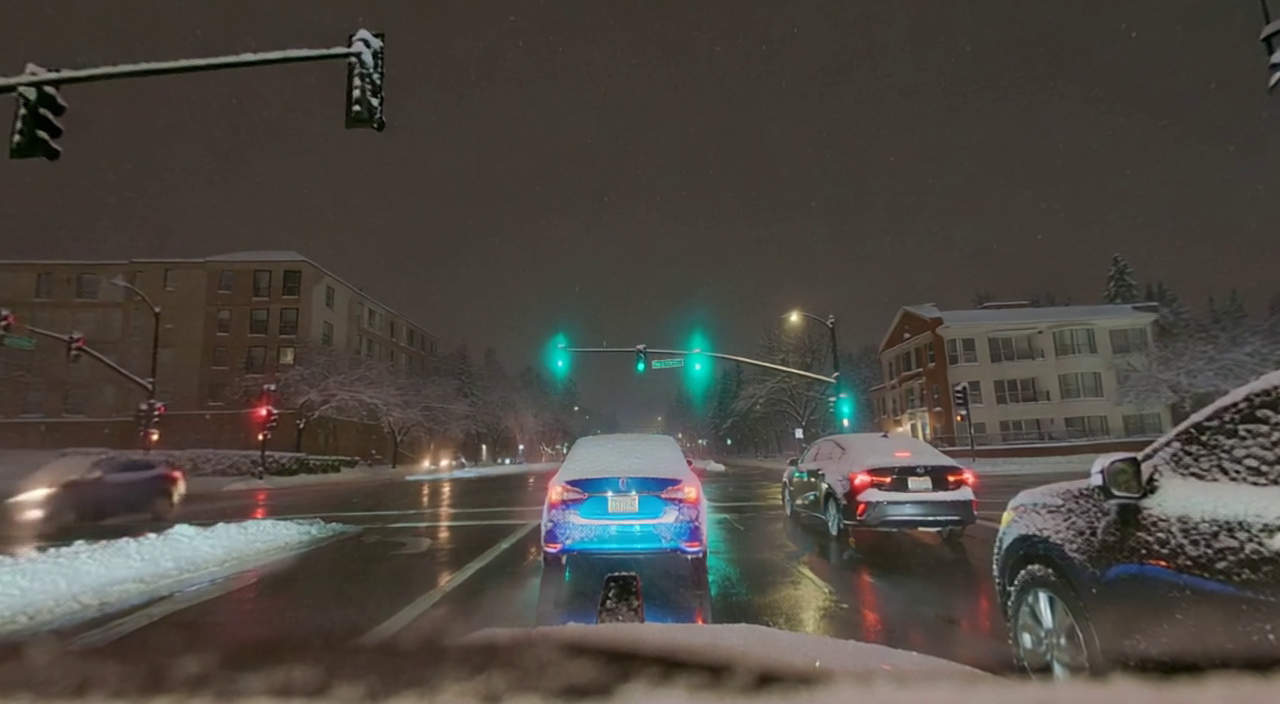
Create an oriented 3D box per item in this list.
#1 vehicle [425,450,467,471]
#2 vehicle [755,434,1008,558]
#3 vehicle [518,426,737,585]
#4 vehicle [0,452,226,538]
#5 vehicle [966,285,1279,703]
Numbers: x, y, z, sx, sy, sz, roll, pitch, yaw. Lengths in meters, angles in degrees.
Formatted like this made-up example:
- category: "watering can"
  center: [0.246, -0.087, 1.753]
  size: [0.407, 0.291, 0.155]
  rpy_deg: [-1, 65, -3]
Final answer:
- category: "vehicle"
  center: [-14.683, 8.207, 48.001]
  size: [1.817, 1.442, 4.371]
  rpy_deg: [0, -8, 0]
- category: "vehicle"
  center: [3.226, 2.007, 9.625]
  size: [2.009, 1.414, 4.416]
  rpy_deg: [0, -8, -2]
- category: "vehicle"
  center: [-0.135, 1.765, 8.073]
  size: [2.095, 1.502, 3.873]
  rpy_deg: [0, -8, 0]
- category: "vehicle"
  center: [-11.615, 2.992, 13.935]
  size: [1.887, 1.516, 4.524]
  rpy_deg: [0, -8, 0]
- category: "vehicle"
  center: [3.015, 0.635, 1.586]
  size: [2.047, 1.785, 4.357]
  rpy_deg: [0, -8, 0]
